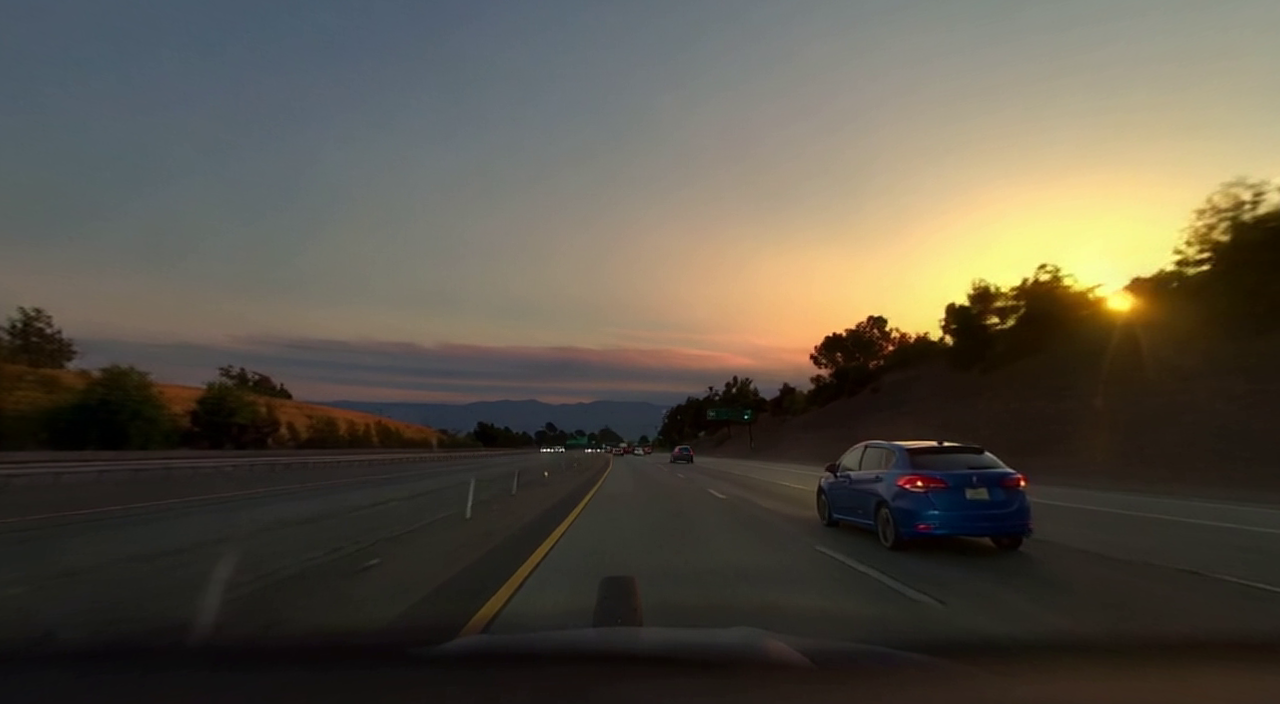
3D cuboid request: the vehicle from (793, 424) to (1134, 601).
[{"bbox_3d":[3.527,1.820,7.995,2.002,1.604,4.265,0,-9,-1],"label":"vehicle"}]
